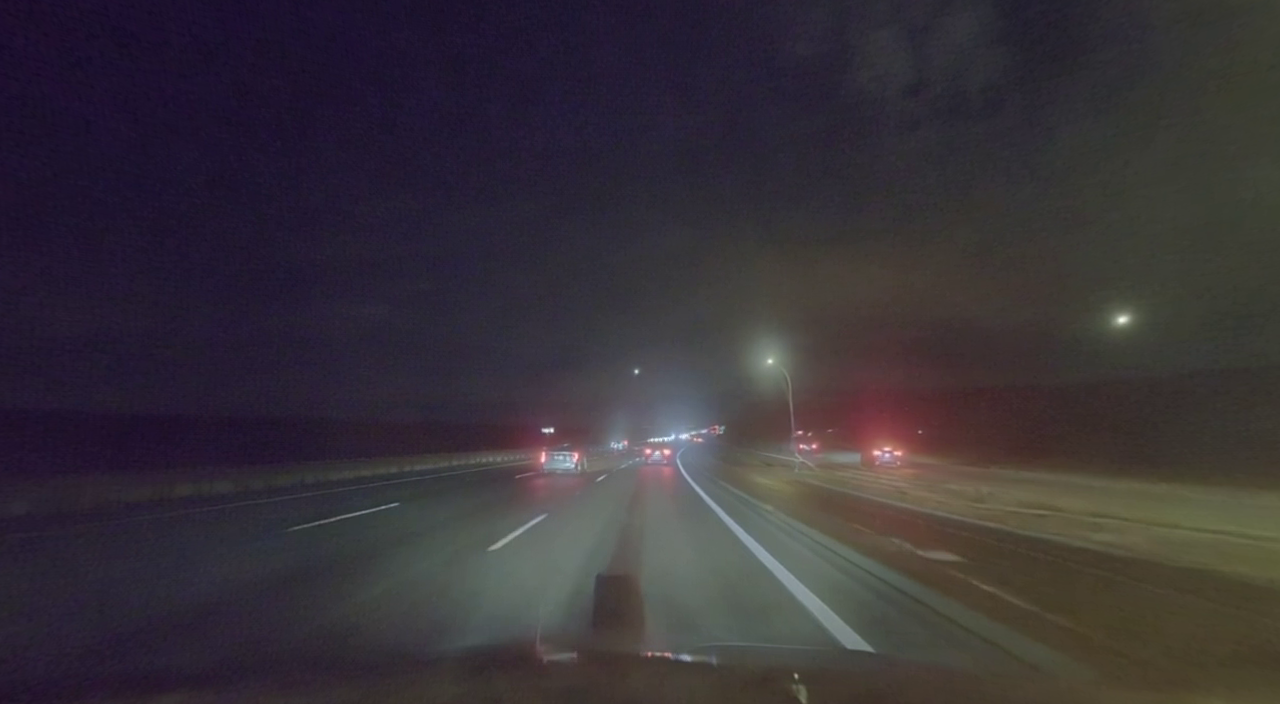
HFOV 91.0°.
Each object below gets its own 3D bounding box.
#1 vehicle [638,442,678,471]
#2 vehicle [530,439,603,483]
[{"bbox_3d":[1.060,5.952,36.011,2.129,1.502,4.321,0,-9,3],"label":"vehicle"},{"bbox_3d":[-2.807,4.300,25.024,2.129,1.563,4.387,-1,-9,3],"label":"vehicle"}]
